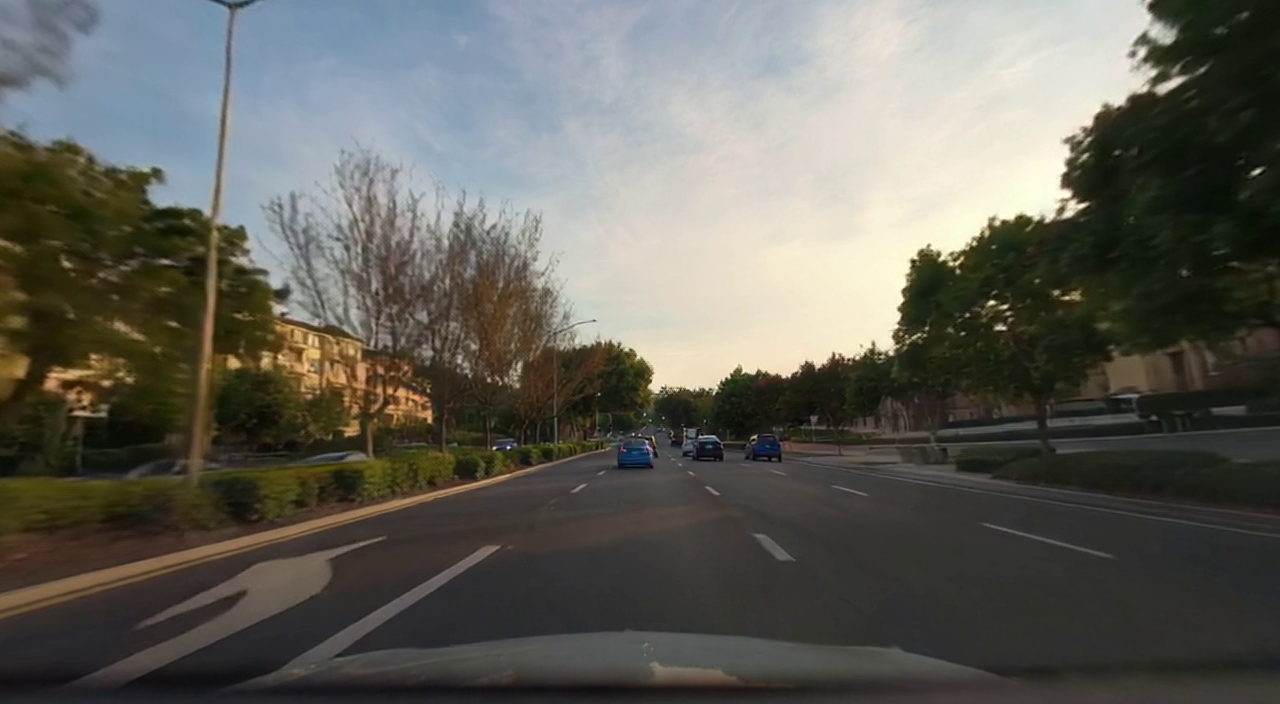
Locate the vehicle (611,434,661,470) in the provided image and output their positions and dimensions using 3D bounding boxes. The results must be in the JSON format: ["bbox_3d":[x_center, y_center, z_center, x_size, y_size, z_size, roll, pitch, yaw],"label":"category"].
[{"bbox_3d":[-0.147,4.519,28.677,2.102,1.481,3.907,0,-8,1],"label":"vehicle"}]

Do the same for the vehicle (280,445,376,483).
[{"bbox_3d":[-13.533,4.865,27.669,1.834,1.459,4.406,-1,-8,2],"label":"vehicle"}]

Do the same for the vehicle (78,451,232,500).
[{"bbox_3d":[-17.184,4.365,22.690,1.923,1.469,4.537,0,-8,1],"label":"vehicle"}]

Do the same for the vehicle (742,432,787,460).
[{"bbox_3d":[7.916,6.015,40.387,1.972,1.700,4.269,0,-8,0],"label":"vehicle"}]

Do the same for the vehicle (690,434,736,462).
[{"bbox_3d":[4.112,5.486,36.119,2.067,1.514,4.188,0,-8,0],"label":"vehicle"}]
